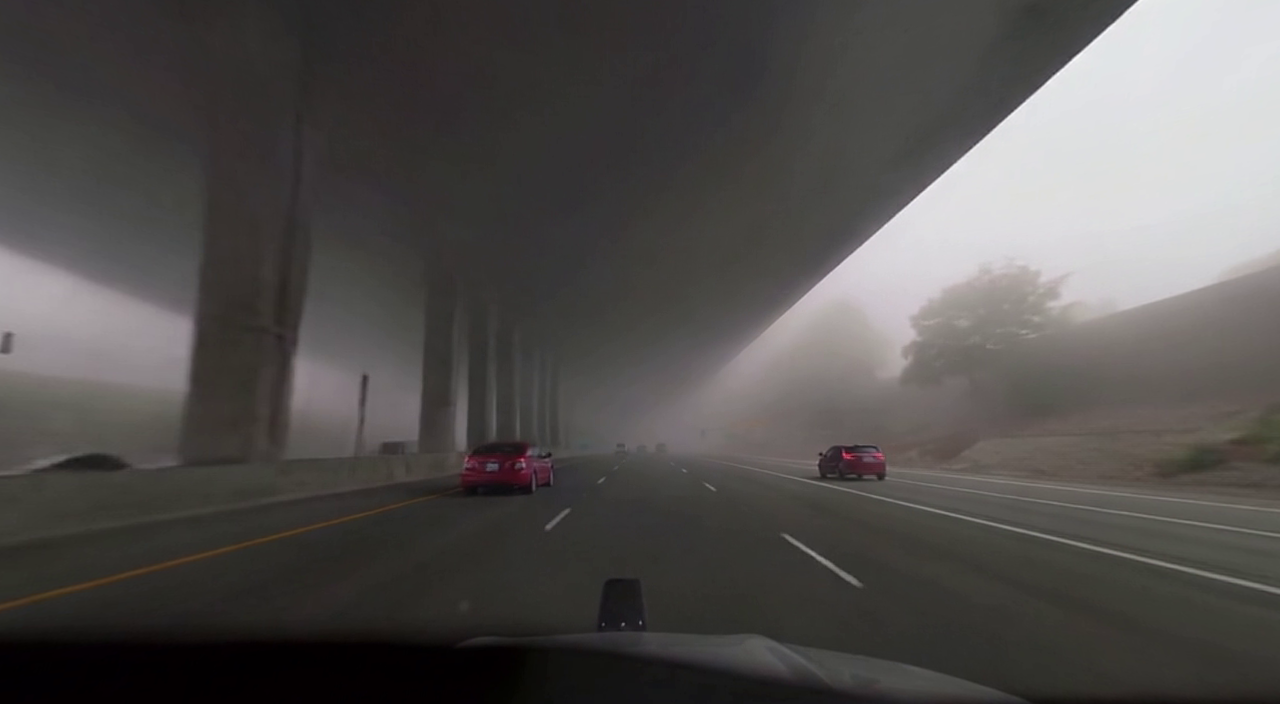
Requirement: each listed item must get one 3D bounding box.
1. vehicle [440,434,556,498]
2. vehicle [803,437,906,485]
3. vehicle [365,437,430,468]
[{"bbox_3d":[-3.761,3.133,17.734,2.085,1.533,4.861,0,-8,1],"label":"vehicle"},{"bbox_3d":[7.301,3.758,22.035,1.914,1.465,4.574,0,-8,-1],"label":"vehicle"},{"bbox_3d":[-17.099,7.143,44.867,2.301,2.034,5.719,0,-8,0],"label":"vehicle"}]
